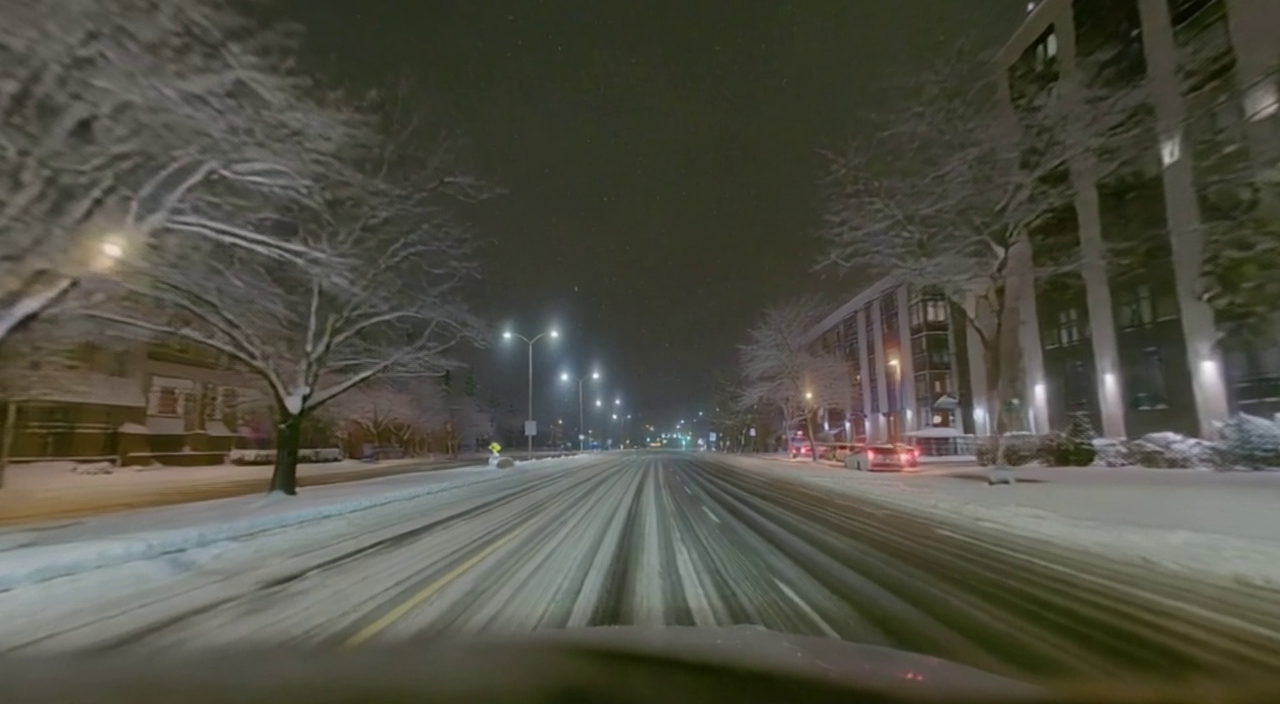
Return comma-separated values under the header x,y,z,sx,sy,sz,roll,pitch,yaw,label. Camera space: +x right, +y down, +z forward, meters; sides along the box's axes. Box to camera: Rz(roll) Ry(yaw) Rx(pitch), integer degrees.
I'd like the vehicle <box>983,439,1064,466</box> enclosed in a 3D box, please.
x,y,z,sx,sy,sz,roll,pitch,yaw,label
28.491,7.487,46.824,4.627,1.659,1.882,-4,-7,3,vehicle

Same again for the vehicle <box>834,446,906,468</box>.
x,y,z,sx,sy,sz,roll,pitch,yaw,label
16.196,7.386,44.484,4.331,1.469,2.008,-1,-9,4,vehicle
